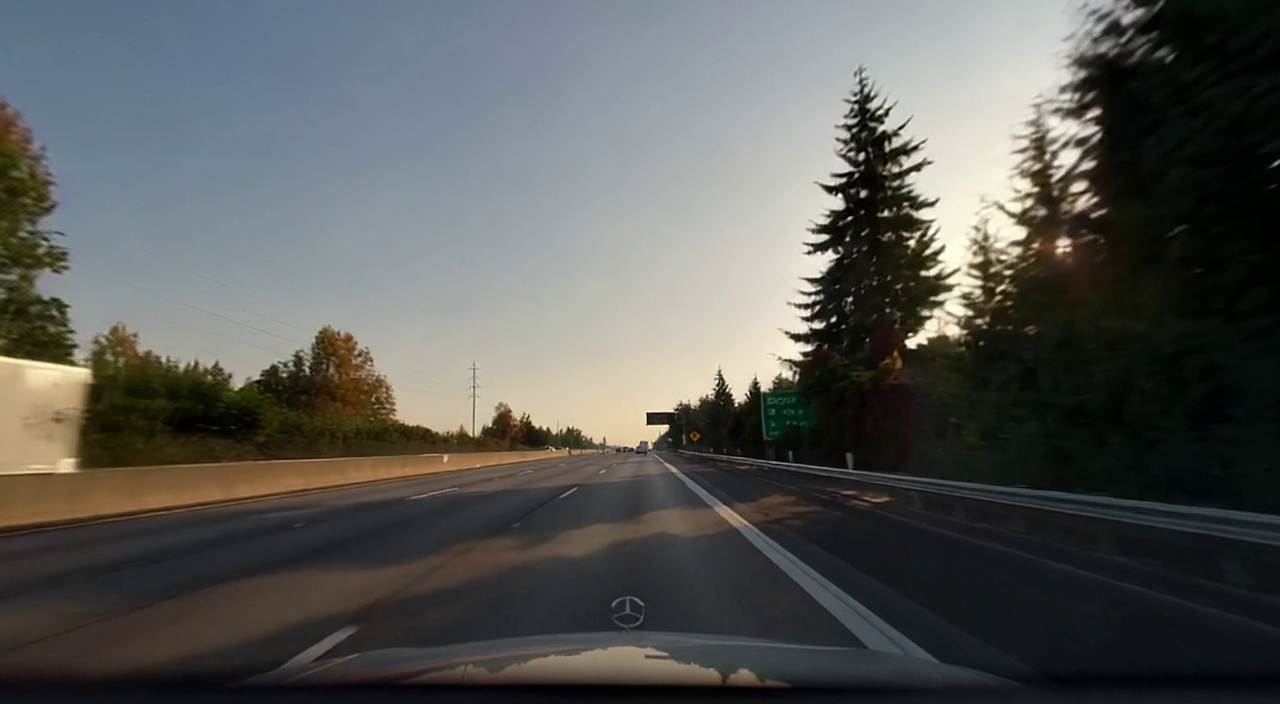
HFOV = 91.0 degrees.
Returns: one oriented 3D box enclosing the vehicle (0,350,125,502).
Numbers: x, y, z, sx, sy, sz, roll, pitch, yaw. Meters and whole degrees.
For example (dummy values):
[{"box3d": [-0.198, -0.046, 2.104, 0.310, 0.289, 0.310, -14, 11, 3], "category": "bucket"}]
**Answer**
[{"box3d": [-17.644, 1.122, 10.857, 2.986, 3.793, 17.217, 0, -8, 0], "category": "vehicle"}]
